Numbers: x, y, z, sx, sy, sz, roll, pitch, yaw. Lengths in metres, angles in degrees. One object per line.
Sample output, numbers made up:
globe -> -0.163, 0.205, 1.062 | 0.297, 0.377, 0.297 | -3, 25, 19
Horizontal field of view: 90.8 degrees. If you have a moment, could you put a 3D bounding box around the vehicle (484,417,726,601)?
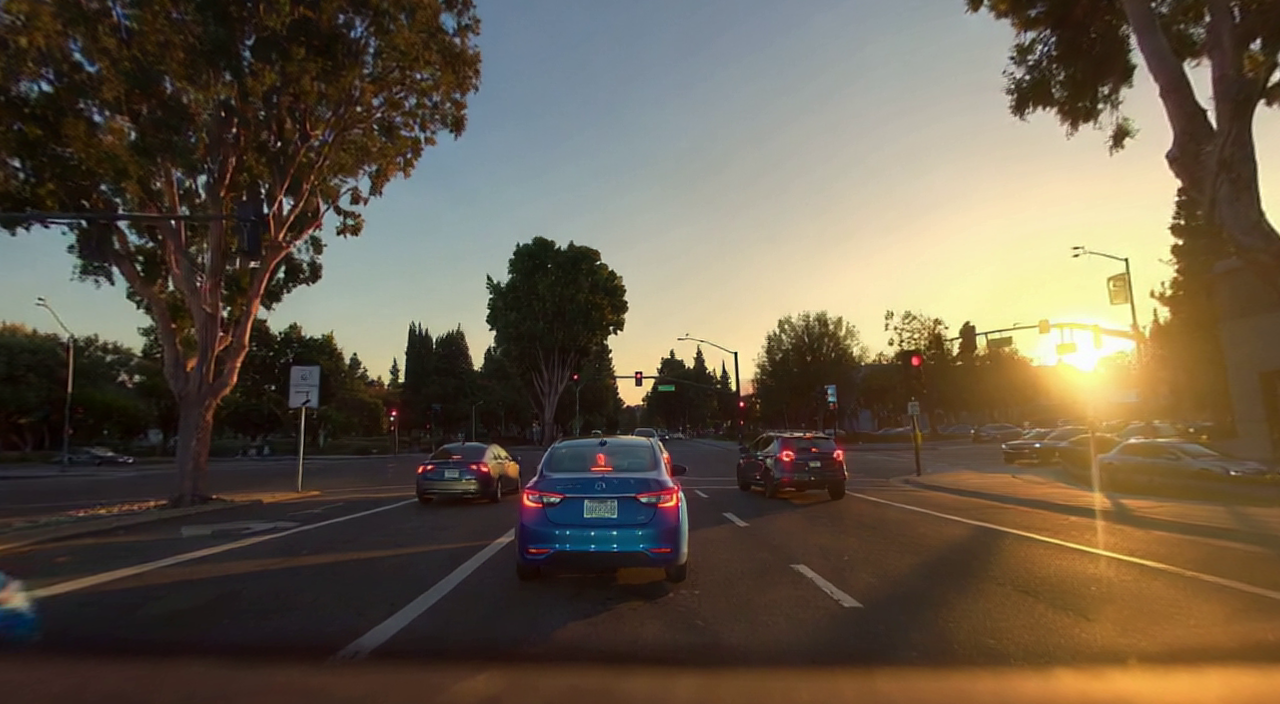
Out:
vehicle -> -0.355, 1.640, 7.503 | 2.045, 1.533, 4.183 | 0, -8, -2

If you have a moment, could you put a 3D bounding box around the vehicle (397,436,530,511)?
vehicle -> -3.779, 2.657, 14.273 | 1.998, 1.452, 3.773 | 0, -8, -1

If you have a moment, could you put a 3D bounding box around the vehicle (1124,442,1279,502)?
vehicle -> 15.183, 3.032, 16.267 | 3.951, 1.418, 1.842 | 0, -8, -3

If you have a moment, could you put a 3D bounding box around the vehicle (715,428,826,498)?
vehicle -> 3.428, 3.011, 17.502 | 2.028, 1.678, 4.220 | 0, -8, -2
